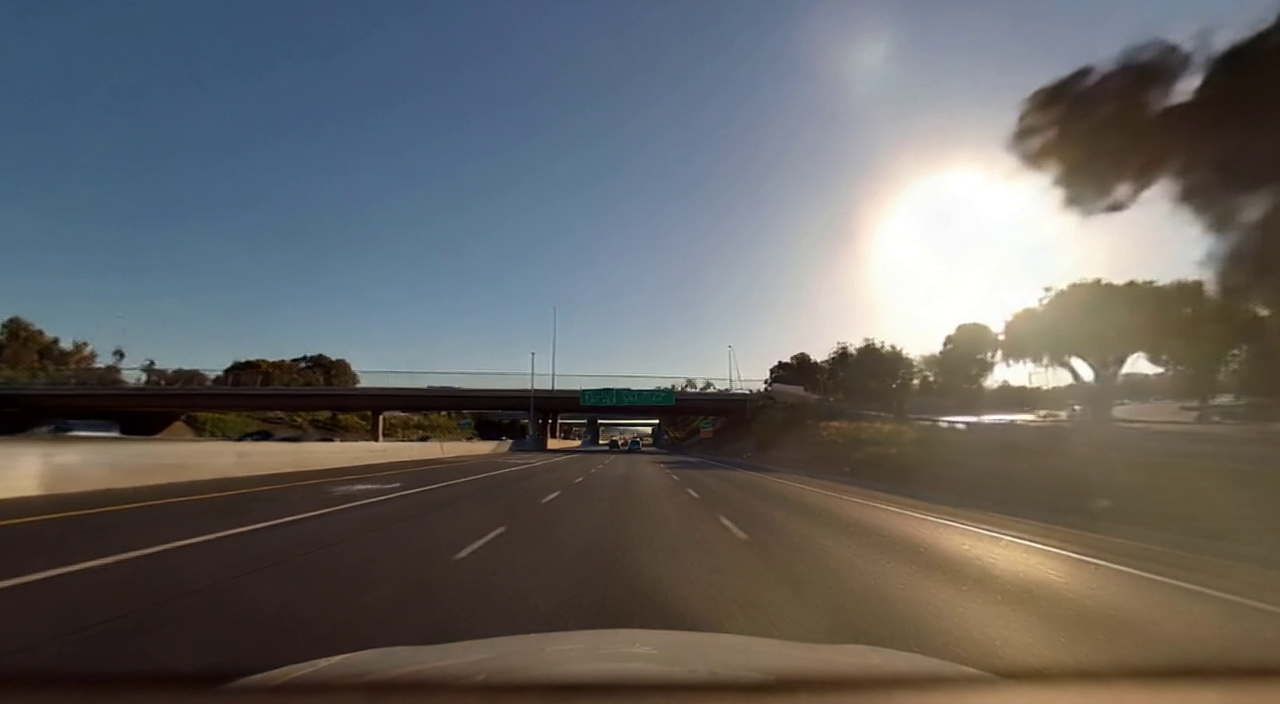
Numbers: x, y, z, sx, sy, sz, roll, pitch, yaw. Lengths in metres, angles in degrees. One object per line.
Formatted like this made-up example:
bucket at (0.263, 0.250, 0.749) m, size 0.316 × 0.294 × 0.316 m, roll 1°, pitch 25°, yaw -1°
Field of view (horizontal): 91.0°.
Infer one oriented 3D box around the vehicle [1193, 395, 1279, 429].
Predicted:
vehicle at (46.426, 4.740, 48.734) m, size 2.307 × 2.263 × 6.123 m, roll -1°, pitch -9°, yaw 9°
